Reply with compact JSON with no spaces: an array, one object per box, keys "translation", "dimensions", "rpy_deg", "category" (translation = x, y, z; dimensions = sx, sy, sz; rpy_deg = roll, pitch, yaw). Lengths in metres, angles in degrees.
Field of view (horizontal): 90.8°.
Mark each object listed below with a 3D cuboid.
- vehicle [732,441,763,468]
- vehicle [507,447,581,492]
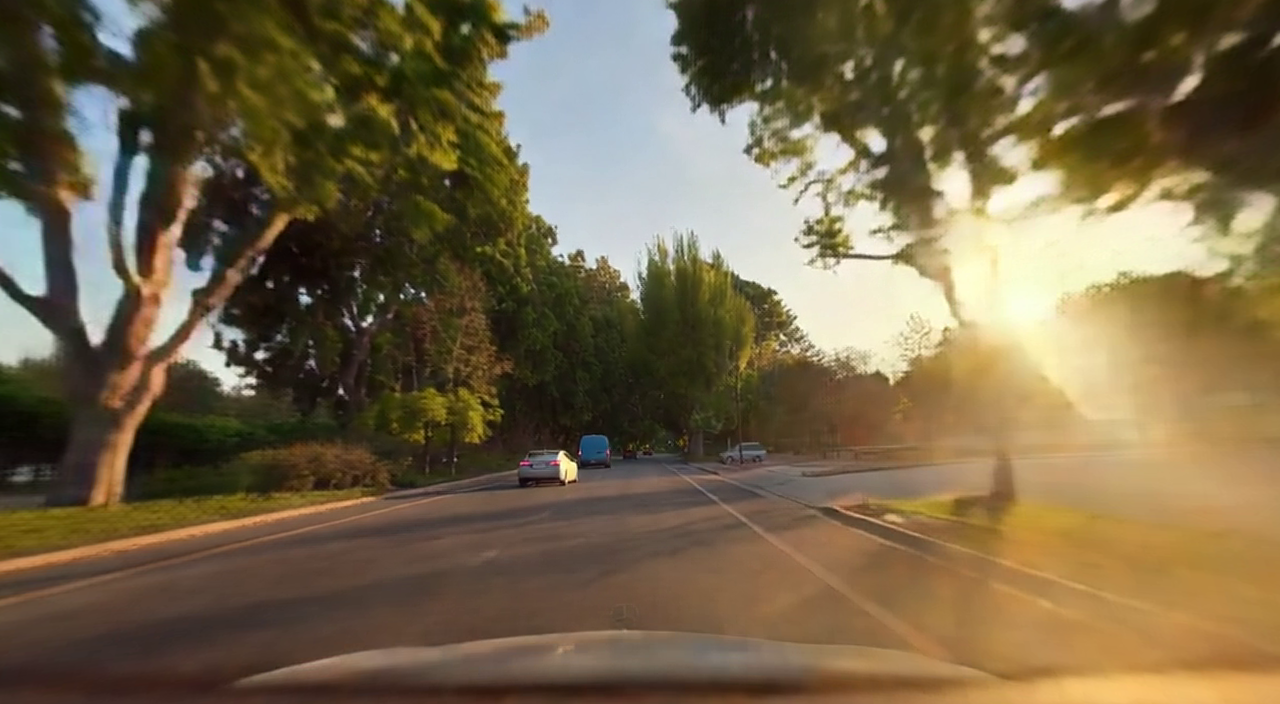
[{"translation":[7.281,6.941,42.854],"dimensions":[1.596,1.654,2.920],"rpy_deg":[-2,-9,1],"category":"vehicle"},{"translation":[-3.375,4.224,23.046],"dimensions":[2.009,1.473,4.028],"rpy_deg":[0,-9,1],"category":"vehicle"}]
